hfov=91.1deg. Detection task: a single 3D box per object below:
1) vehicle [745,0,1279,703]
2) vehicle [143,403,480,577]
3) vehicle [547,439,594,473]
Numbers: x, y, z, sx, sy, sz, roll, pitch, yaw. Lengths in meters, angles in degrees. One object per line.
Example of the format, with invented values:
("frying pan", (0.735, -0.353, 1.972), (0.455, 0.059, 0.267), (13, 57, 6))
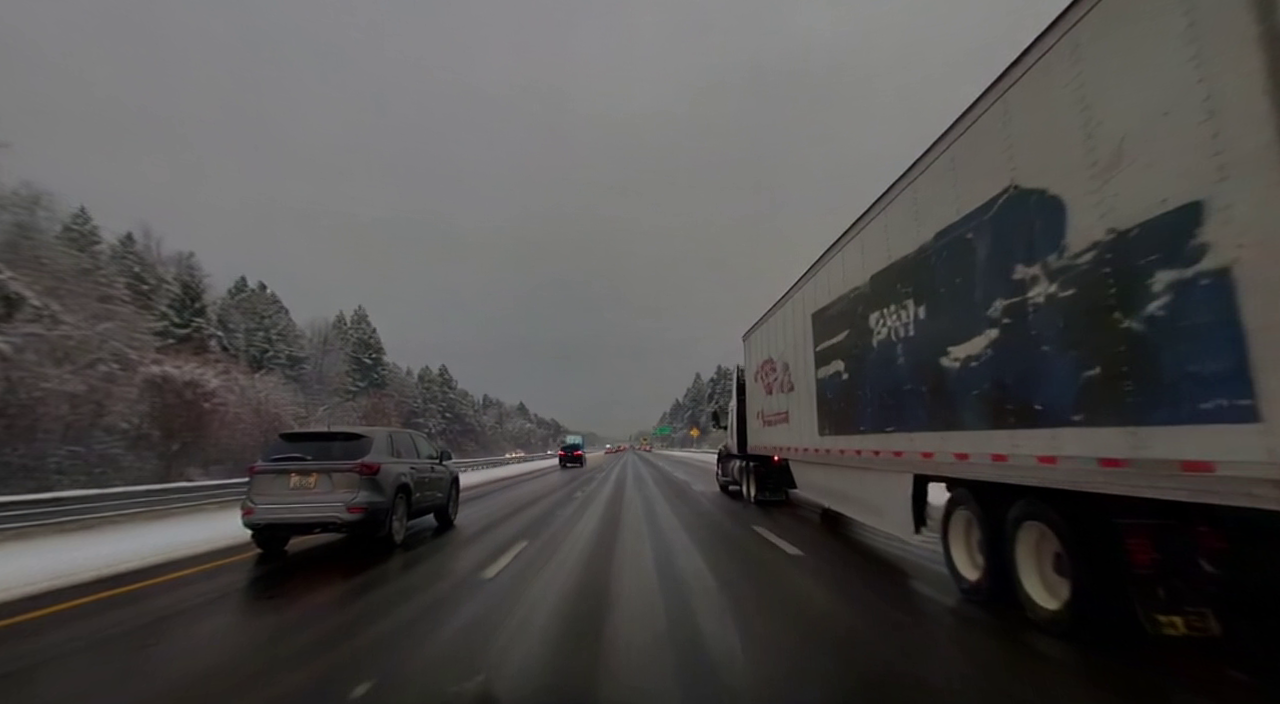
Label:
("vehicle", (4.383, 0.589, 9.740), (2.998, 4.236, 13.886), (0, -9, -1))
("vehicle", (-3.960, 1.769, 8.816), (2.202, 1.760, 4.617), (0, -9, 0))
("vehicle", (-3.758, 5.760, 34.987), (2.139, 1.716, 4.530), (0, -9, 0))
